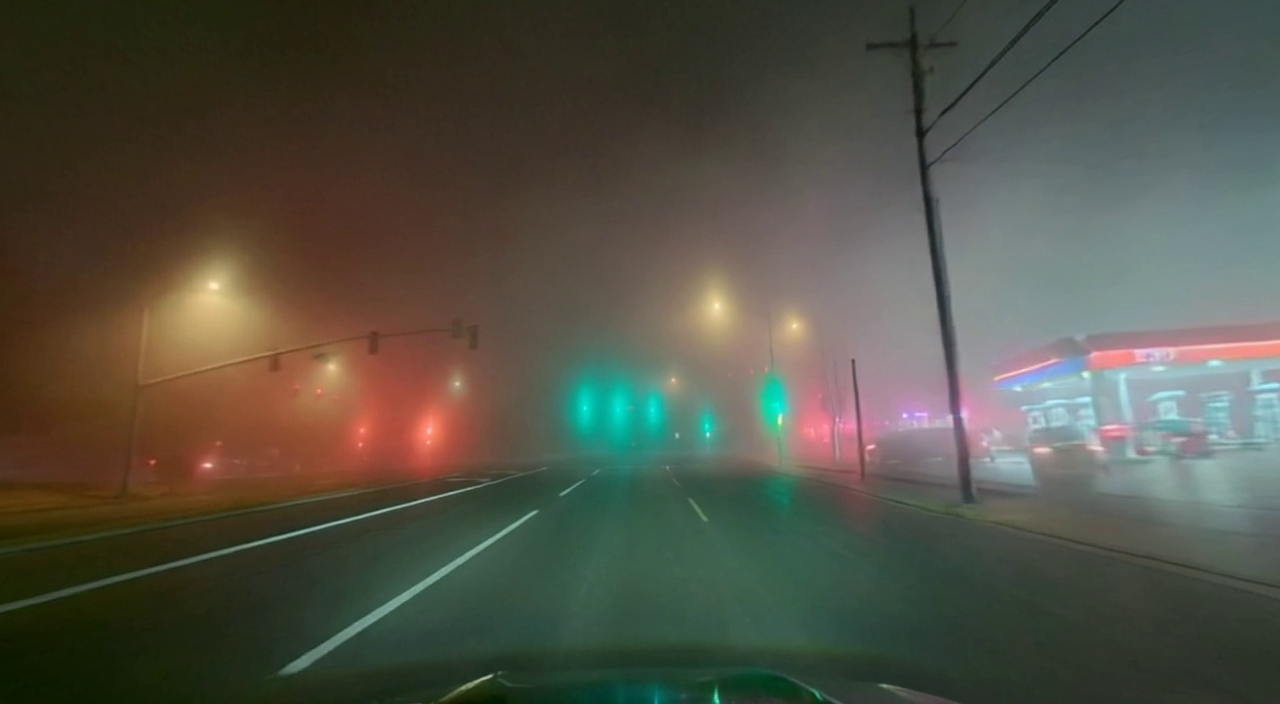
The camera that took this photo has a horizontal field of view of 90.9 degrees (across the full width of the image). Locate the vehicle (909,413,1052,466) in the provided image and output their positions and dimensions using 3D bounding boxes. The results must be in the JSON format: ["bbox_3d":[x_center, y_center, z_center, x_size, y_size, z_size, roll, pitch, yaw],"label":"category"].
[{"bbox_3d":[13.487,3.524,25.255,4.454,1.990,2.124,-1,-8,6],"label":"vehicle"}]

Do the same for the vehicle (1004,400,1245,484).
[{"bbox_3d":[13.302,2.499,17.591,4.821,1.788,2.132,-5,-7,1],"label":"vehicle"}]

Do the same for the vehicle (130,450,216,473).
[{"bbox_3d":[-35.420,8.317,47.908,4.774,1.672,1.936,1,-8,-6],"label":"vehicle"}]
